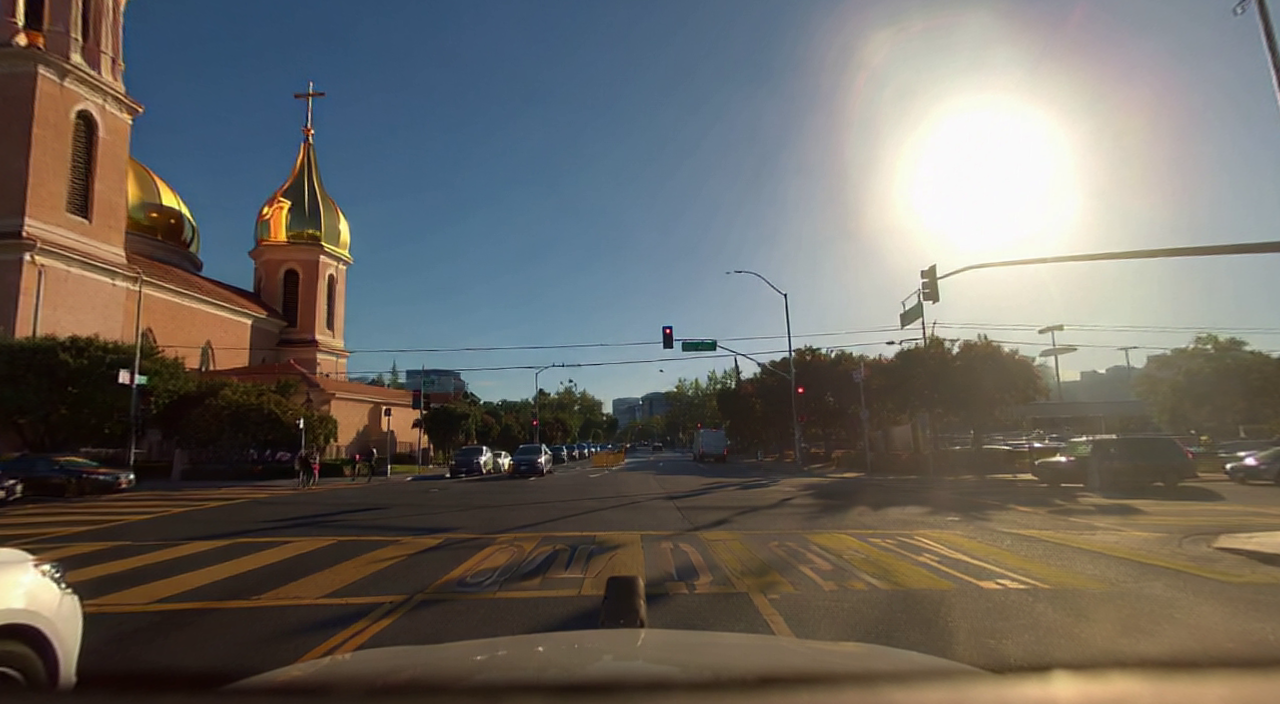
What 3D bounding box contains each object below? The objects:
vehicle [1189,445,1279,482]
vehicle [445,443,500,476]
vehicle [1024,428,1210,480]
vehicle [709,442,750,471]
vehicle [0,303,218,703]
[{"bbox_3d":[26.382,4.674,26.683,4.561,1.475,1.850,0,-8,0],"label":"vehicle"},{"bbox_3d":[-10.236,6.594,38.971,2.076,1.876,4.669,0,-8,1],"label":"vehicle"},{"bbox_3d":[19.875,4.271,26.578,5.852,2.057,2.361,0,-8,0],"label":"vehicle"},{"bbox_3d":[5.825,6.810,41.504,1.969,1.776,4.329,0,-8,-1],"label":"vehicle"},{"bbox_3d":[-3.880,0.574,1.101,2.251,2.009,5.688,0,-8,1],"label":"vehicle"}]
